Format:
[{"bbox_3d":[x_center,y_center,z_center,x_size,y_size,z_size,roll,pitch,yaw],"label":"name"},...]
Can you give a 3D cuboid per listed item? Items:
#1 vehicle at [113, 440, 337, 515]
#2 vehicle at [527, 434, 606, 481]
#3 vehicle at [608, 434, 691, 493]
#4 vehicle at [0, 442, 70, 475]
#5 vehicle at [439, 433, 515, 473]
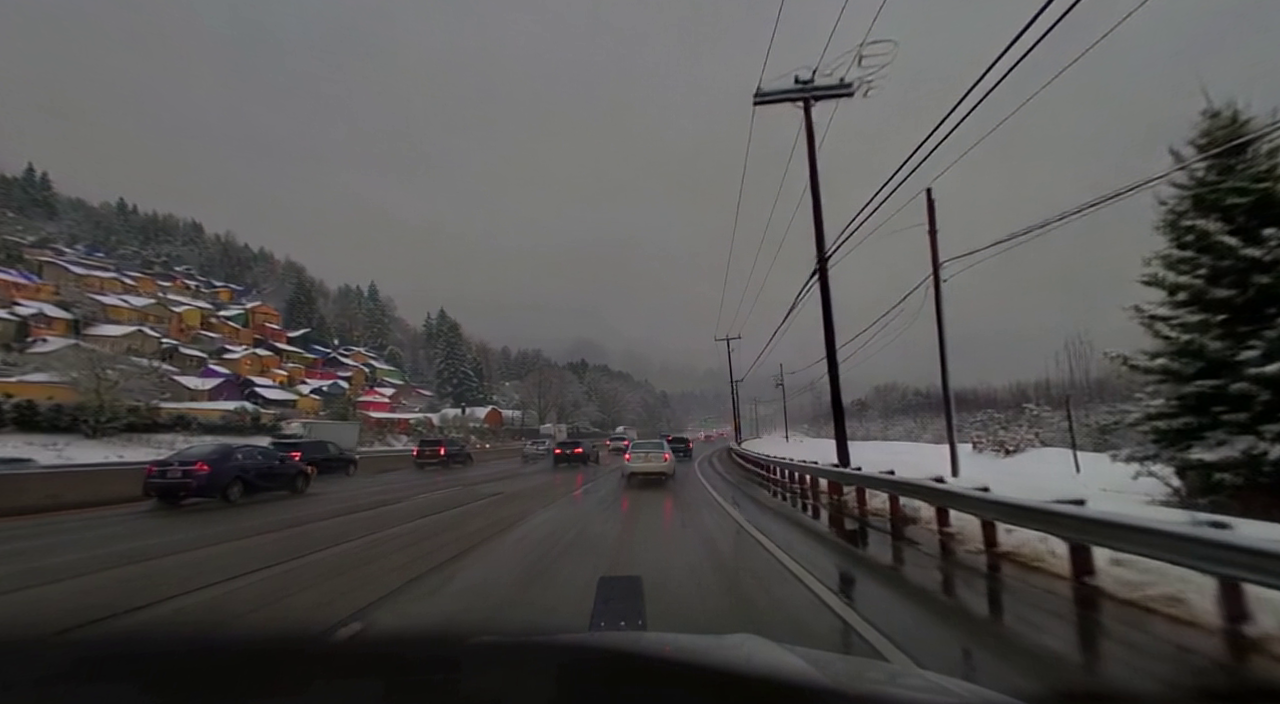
[{"bbox_3d":[-9.385,2.823,14.840,1.959,1.469,4.450,-1,-8,5],"label":"vehicle"},{"bbox_3d":[-2.703,4.036,24.395,2.121,1.639,4.383,-1,-8,6],"label":"vehicle"},{"bbox_3d":[0.357,3.151,18.209,2.109,1.495,3.935,-1,-8,3],"label":"vehicle"},{"bbox_3d":[-35.265,5.946,35.328,1.970,1.772,4.703,-1,-8,6],"label":"vehicle"},{"bbox_3d":[-7.859,4.926,30.955,2.080,1.833,4.461,-1,-8,7],"label":"vehicle"}]
